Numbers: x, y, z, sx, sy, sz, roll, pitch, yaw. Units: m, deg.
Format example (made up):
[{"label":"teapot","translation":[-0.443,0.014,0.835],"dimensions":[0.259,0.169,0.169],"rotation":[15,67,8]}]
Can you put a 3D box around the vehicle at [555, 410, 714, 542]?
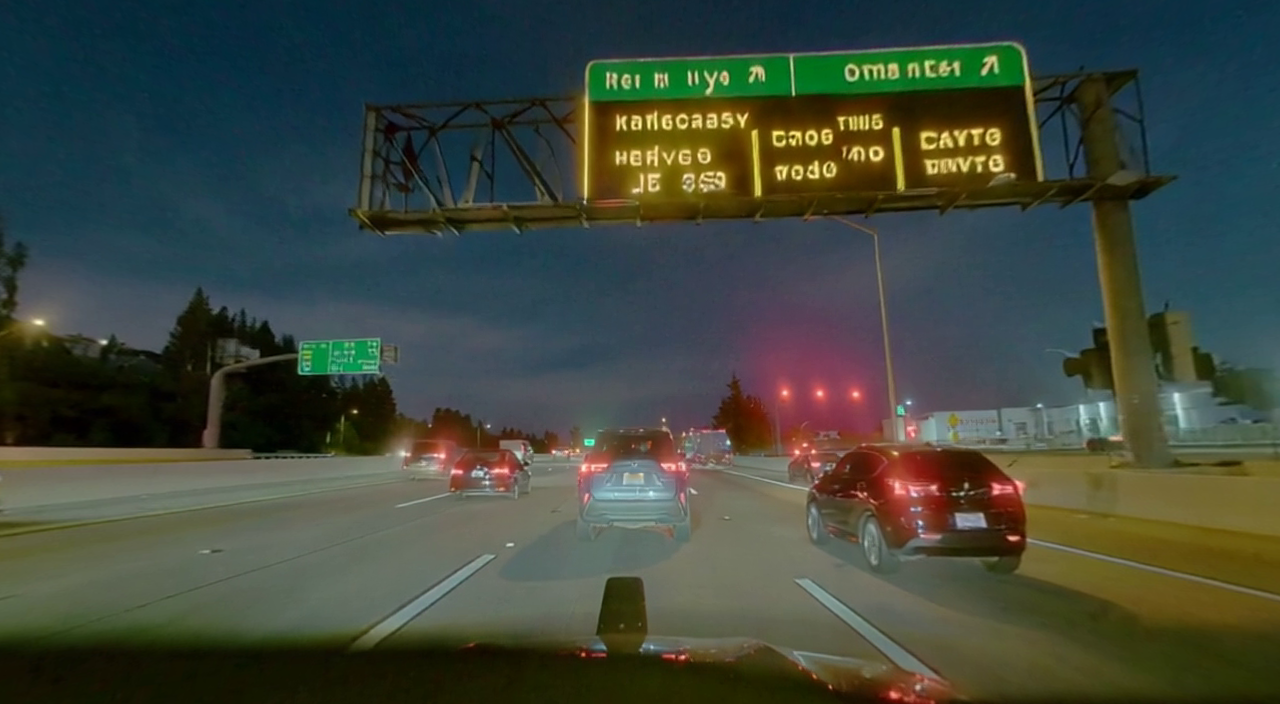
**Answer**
[{"label":"vehicle","translation":[-0.083,1.995,10.631],"dimensions":[2.152,1.779,3.924],"rotation":[0,-9,0]}]

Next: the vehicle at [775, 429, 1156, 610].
[{"label":"vehicle","translation":[3.186,1.721,7.516],"dimensions":[2.018,1.470,4.491],"rotation":[0,-9,-2]}]

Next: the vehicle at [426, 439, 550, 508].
[{"label":"vehicle","translation":[-3.603,2.955,15.797],"dimensions":[2.005,1.458,4.143],"rotation":[0,-9,1]}]
